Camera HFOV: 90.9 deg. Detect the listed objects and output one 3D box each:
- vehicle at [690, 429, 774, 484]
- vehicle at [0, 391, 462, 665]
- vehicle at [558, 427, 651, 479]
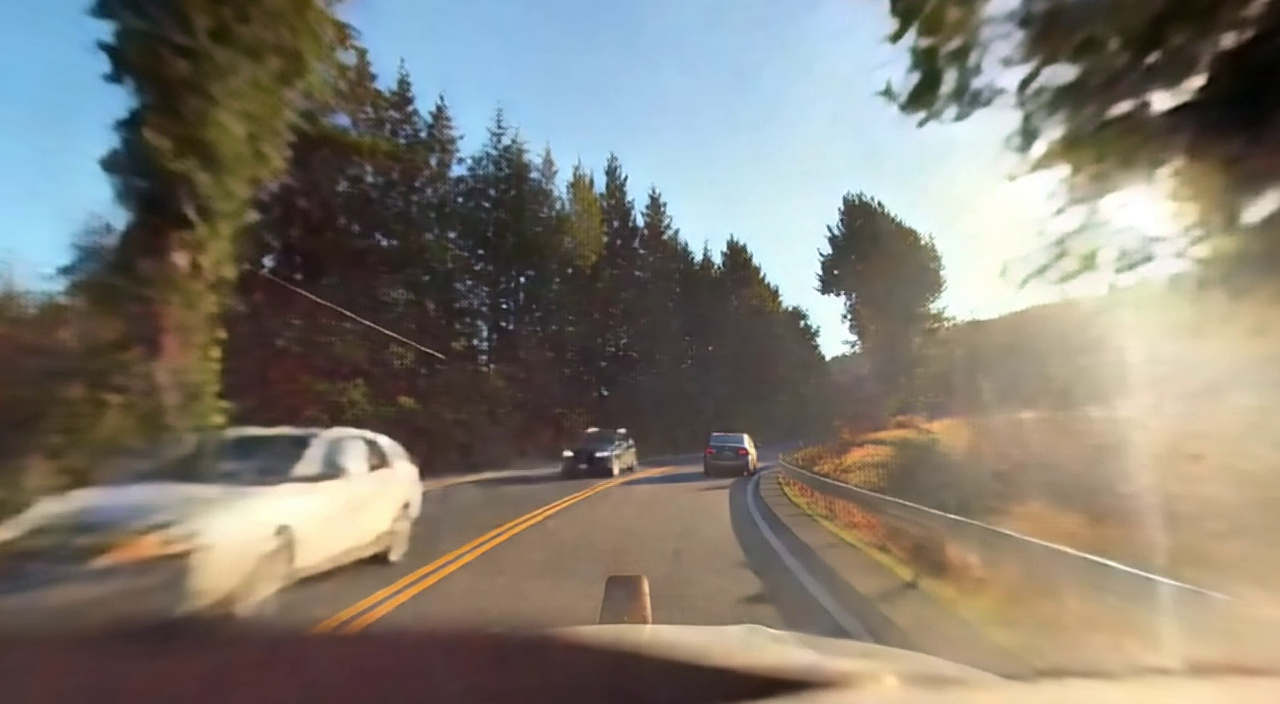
[{"bbox_3d":[3.102,3.335,20.486,2.274,1.583,4.349,-2,-8,13],"label":"vehicle"},{"bbox_3d":[-3.773,1.462,6.412,2.347,1.757,4.359,-1,-8,5],"label":"vehicle"},{"bbox_3d":[-1.136,3.535,22.355,2.032,1.654,4.204,-2,-8,16],"label":"vehicle"}]
